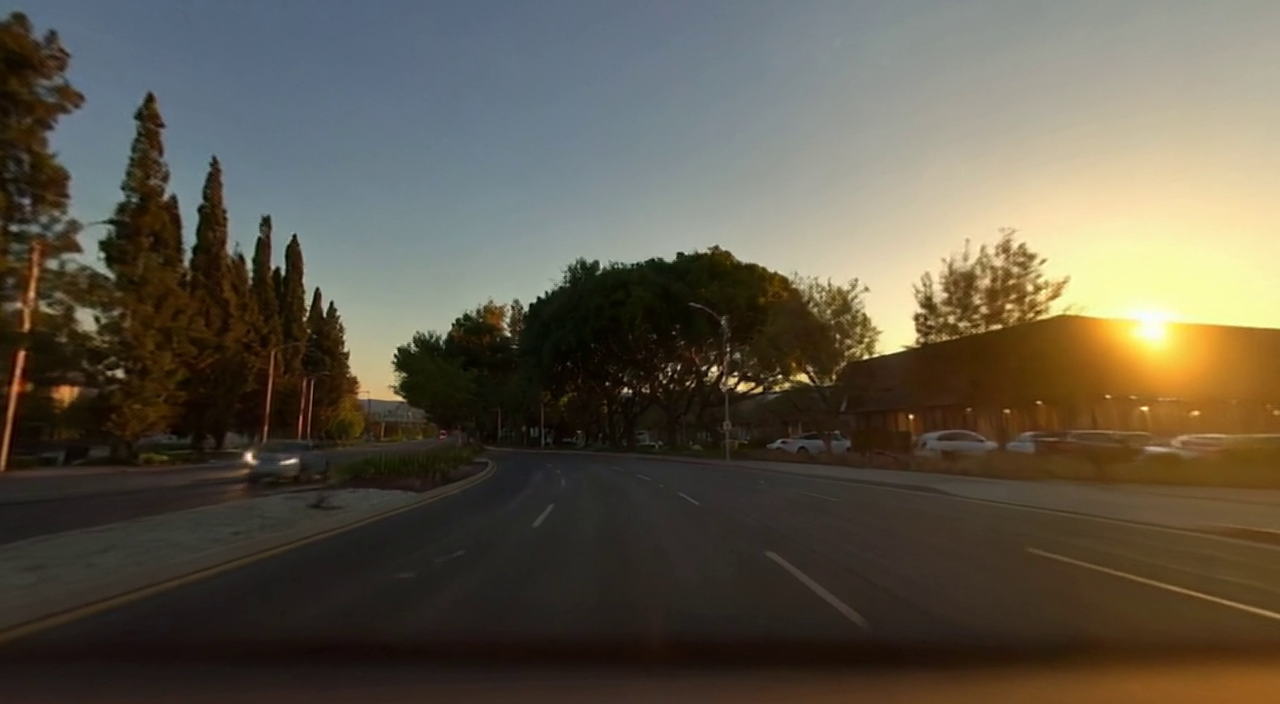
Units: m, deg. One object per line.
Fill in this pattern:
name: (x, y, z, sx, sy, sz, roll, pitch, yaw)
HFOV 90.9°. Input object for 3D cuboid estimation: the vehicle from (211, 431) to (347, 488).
vehicle: (-12.573, 3.773, 22.434, 2.349, 1.790, 4.940, 1, -9, -7)
